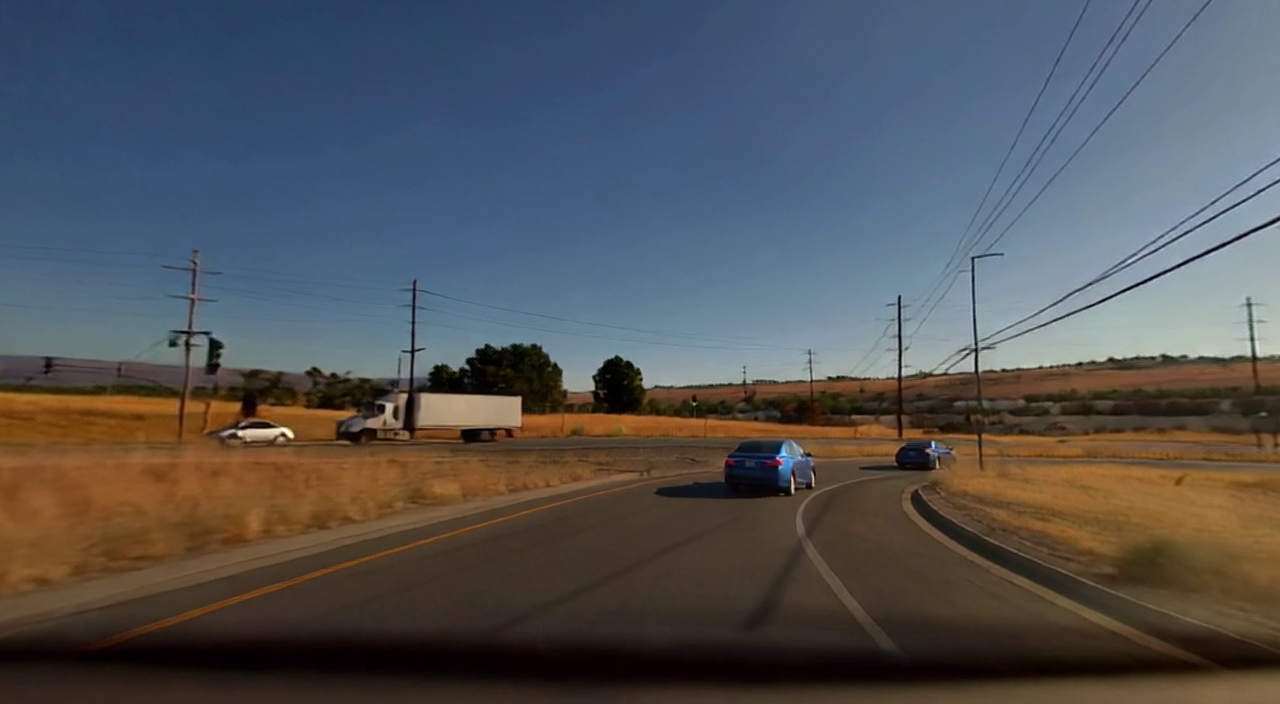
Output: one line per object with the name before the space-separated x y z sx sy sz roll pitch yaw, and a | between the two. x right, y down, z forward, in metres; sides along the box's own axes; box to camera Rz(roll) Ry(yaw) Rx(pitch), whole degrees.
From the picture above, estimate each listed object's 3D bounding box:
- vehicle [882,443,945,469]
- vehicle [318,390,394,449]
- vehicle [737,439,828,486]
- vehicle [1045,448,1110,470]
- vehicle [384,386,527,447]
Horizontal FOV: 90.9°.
vehicle | 16.274 6.153 37.426 4.307 1.465 1.836 9 -12 -44
vehicle | -18.776 4.543 41.669 3.911 3.666 2.936 6 -11 -33
vehicle | 4.993 3.758 21.659 2.026 1.407 4.374 -4 -10 26
vehicle | 32.416 7.919 46.724 4.102 1.552 1.931 4 -10 -23
vehicle | -13.080 4.810 45.385 9.356 3.992 2.808 6 -11 -33
